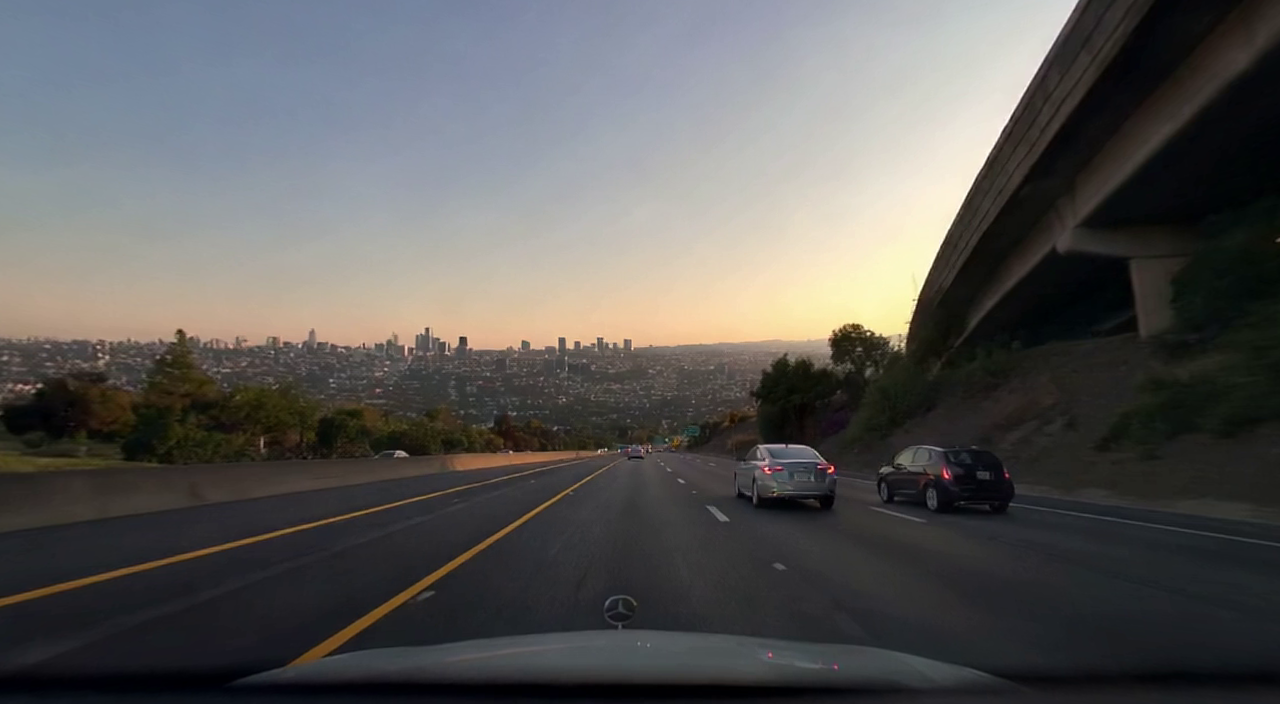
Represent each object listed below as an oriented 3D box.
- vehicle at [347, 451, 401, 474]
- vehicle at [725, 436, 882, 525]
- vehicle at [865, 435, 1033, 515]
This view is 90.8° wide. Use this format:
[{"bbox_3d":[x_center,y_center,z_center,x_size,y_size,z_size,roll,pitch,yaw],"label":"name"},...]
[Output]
[{"bbox_3d":[-20.569,8.578,49.048,2.063,1.627,4.508,-1,-8,3],"label":"vehicle"},{"bbox_3d":[3.159,2.590,13.357,1.982,1.533,4.612,0,-8,-1],"label":"vehicle"},{"bbox_3d":[6.931,2.762,14.698,1.856,1.592,3.920,0,-8,-1],"label":"vehicle"}]
